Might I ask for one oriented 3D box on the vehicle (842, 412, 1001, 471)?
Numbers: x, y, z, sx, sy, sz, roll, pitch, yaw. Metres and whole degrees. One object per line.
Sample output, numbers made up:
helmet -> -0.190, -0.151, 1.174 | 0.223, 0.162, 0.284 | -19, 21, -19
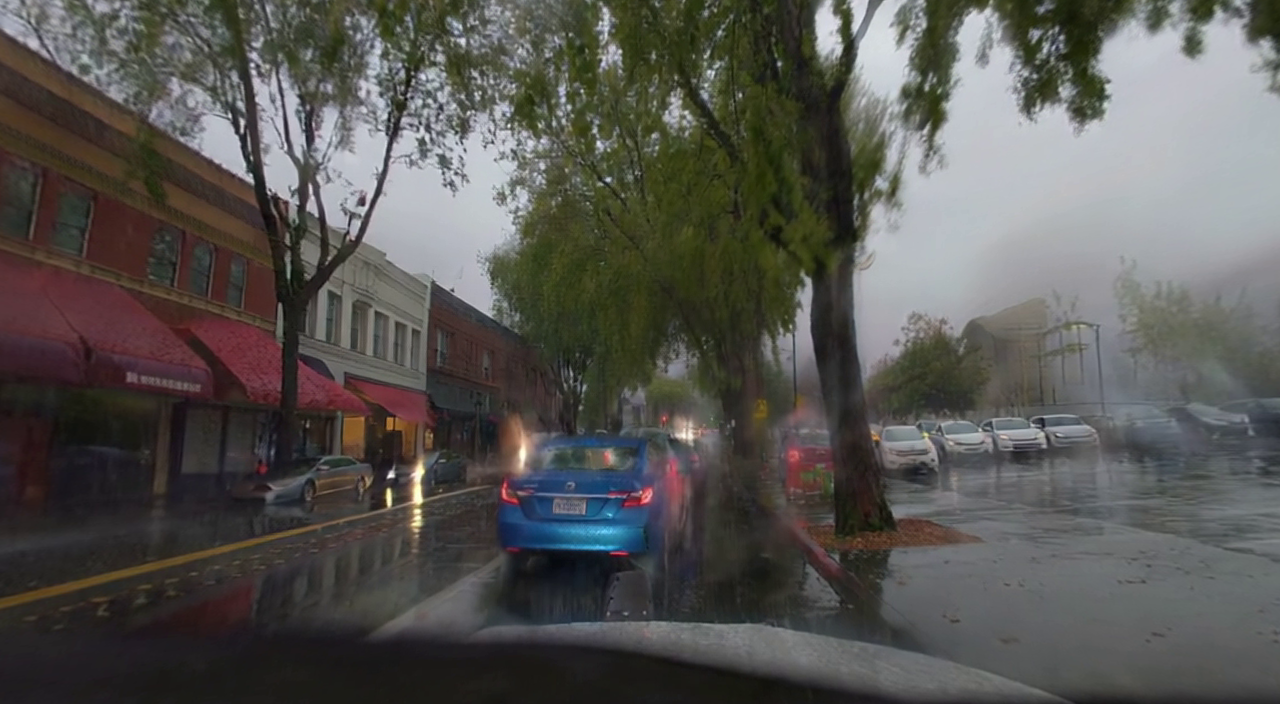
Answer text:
vehicle -> 9.010, 2.828, 20.220 | 4.558, 1.528, 1.915 | 0, -8, -23

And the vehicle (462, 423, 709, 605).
vehicle -> -0.273, 1.635, 7.295 | 1.939, 1.478, 3.922 | -2, -8, 9

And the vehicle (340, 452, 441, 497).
vehicle -> -10.256, 5.030, 26.280 | 1.826, 1.432, 4.556 | -7, -9, 8

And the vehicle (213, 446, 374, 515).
vehicle -> -11.006, 4.067, 20.589 | 2.081, 1.718, 5.342 | -6, -9, 3
